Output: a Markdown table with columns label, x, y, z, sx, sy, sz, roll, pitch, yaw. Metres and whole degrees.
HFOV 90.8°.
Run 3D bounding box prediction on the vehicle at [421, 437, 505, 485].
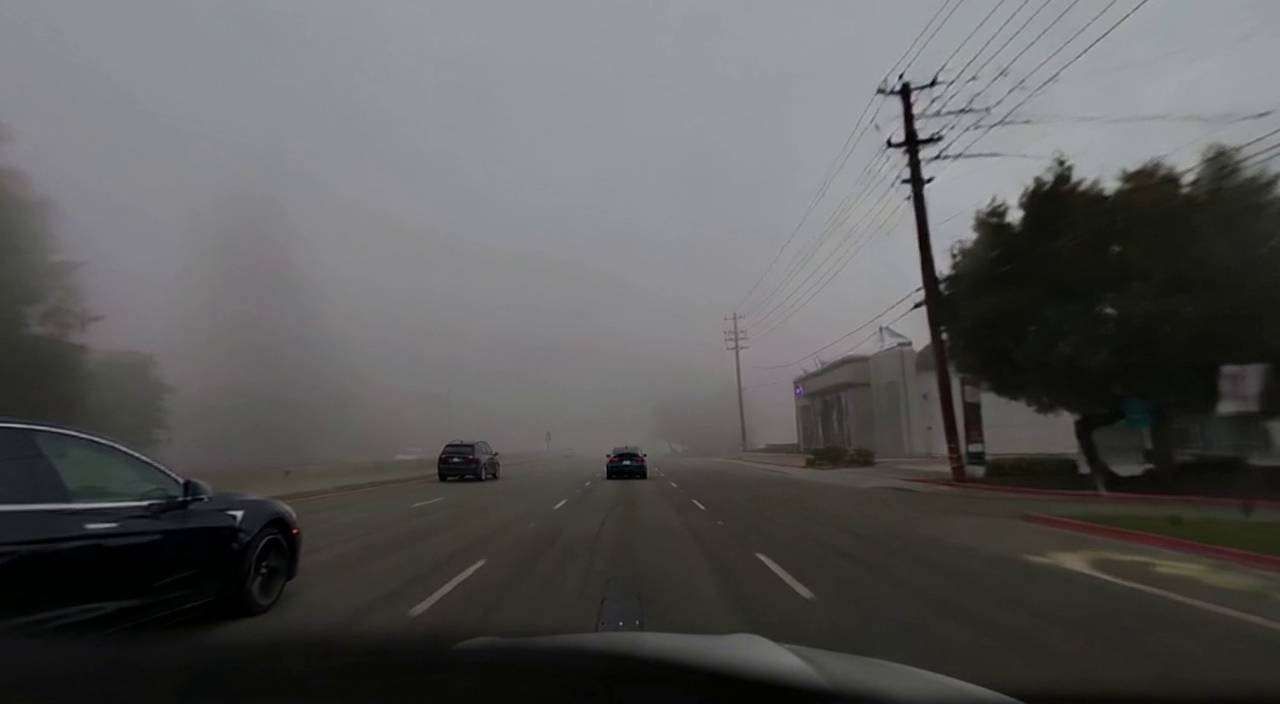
| label | x | y | z | sx | sy | sz | roll | pitch | yaw |
| --- | --- | --- | --- | --- | --- | --- | --- | --- | --- |
| vehicle | -7.348 | 4.572 | 26.792 | 2.203 | 1.819 | 4.547 | 0 | -8 | 1 |

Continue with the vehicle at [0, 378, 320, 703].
| label | x | y | z | sx | sy | sz | roll | pitch | yaw |
| --- | --- | --- | --- | --- | --- | --- | --- | --- | --- |
| vehicle | -3.719 | 0.949 | 2.854 | 1.985 | 1.607 | 4.892 | 0 | -9 | 0 |

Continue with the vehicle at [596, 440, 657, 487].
| label | x | y | z | sx | sy | sz | roll | pitch | yaw |
| --- | --- | --- | --- | --- | --- | --- | --- | --- | --- |
| vehicle | -0.495 | 4.291 | 24.695 | 2.189 | 1.652 | 4.135 | 0 | -9 | 0 |
